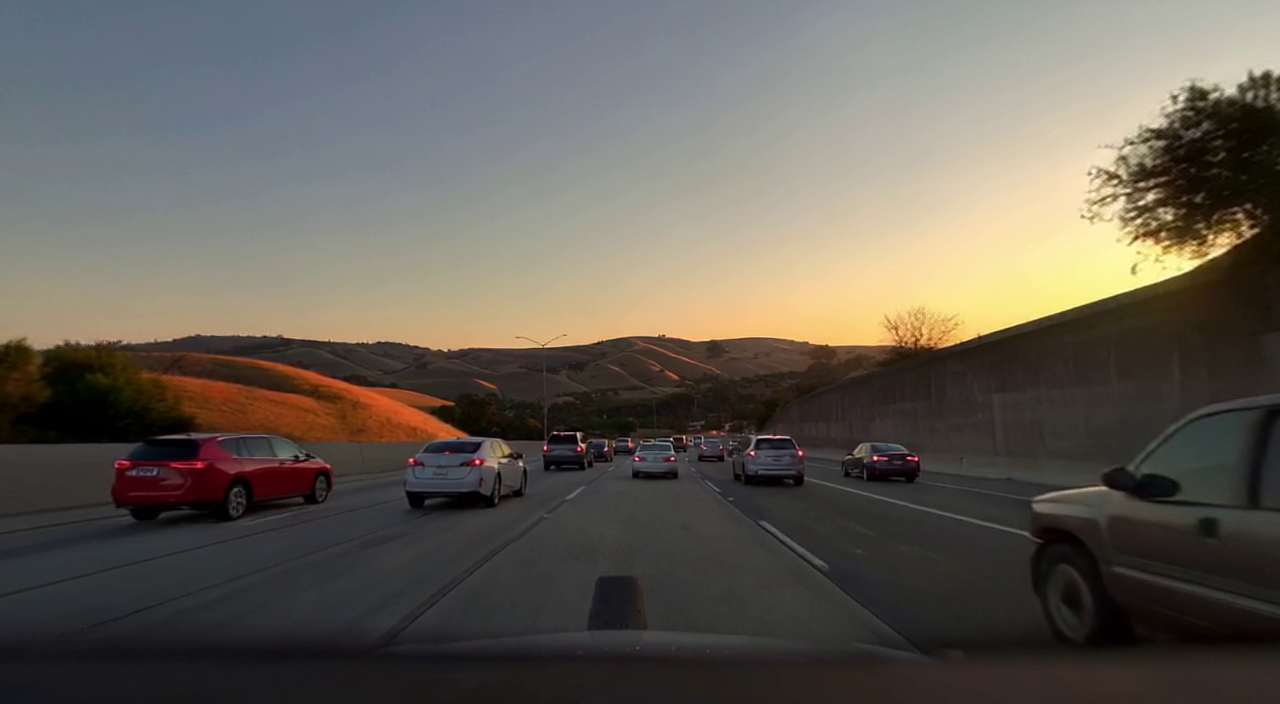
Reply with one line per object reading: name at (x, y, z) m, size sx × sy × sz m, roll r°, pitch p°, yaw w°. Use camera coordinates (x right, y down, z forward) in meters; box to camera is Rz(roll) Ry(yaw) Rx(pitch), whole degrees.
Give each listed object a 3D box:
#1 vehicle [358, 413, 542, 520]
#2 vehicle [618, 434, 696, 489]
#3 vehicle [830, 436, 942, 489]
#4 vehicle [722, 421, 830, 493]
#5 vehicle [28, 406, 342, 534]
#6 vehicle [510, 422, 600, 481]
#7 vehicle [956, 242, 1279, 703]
vehicle at (-3.413, 2.168, 12.437) m, size 2.179 × 1.723 × 4.410 m, roll 0°, pitch -8°, yaw 1°
vehicle at (0.519, 3.285, 19.358) m, size 2.105 × 1.471 × 4.349 m, roll 0°, pitch -8°, yaw 1°
vehicle at (7.456, 3.366, 19.611) m, size 1.846 × 1.469 × 4.166 m, roll 0°, pitch -8°, yaw 1°
vehicle at (3.694, 2.952, 18.041) m, size 2.046 × 1.765 × 4.534 m, roll 0°, pitch -8°, yaw 0°
vehicle at (-7.677, 2.039, 11.482) m, size 2.017 × 1.810 × 4.782 m, roll 0°, pitch -8°, yaw 2°
vehicle at (-2.969, 3.672, 23.531) m, size 2.301 × 1.902 × 5.374 m, roll -1°, pitch -8°, yaw 3°
vehicle at (3.447, 0.536, 2.018) m, size 2.266 × 1.929 × 5.194 m, roll 0°, pitch -8°, yaw 1°
